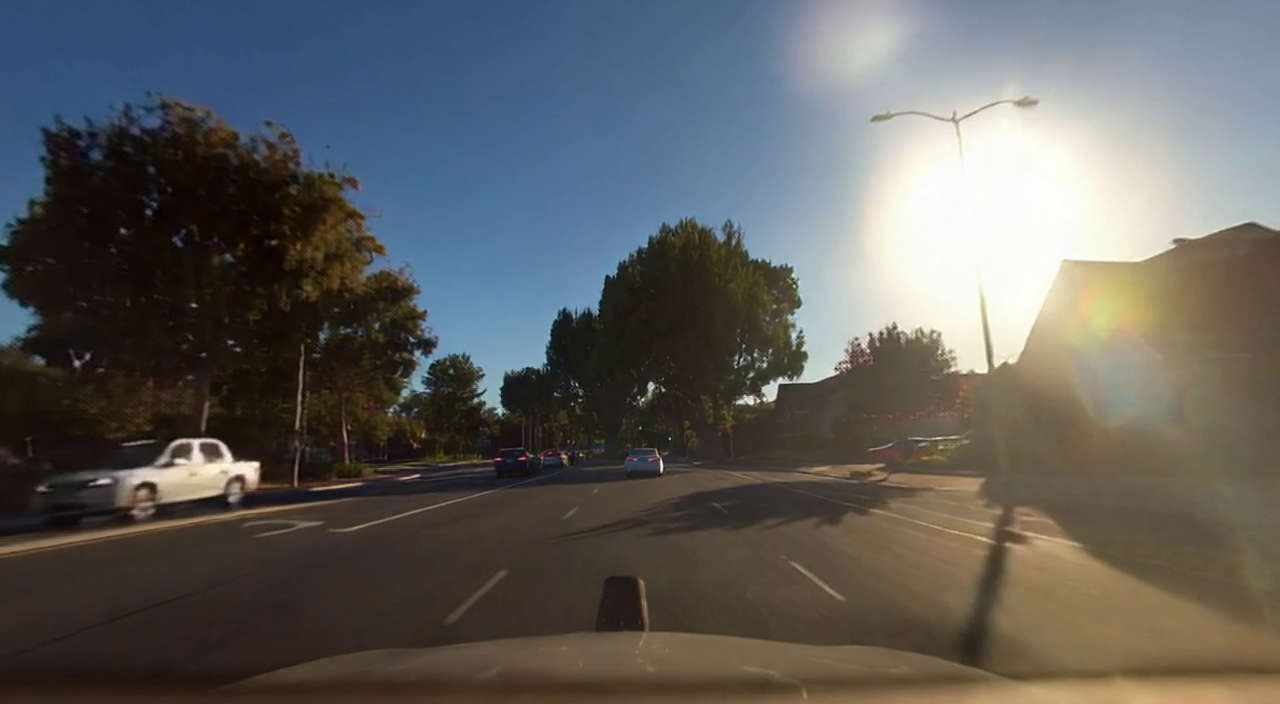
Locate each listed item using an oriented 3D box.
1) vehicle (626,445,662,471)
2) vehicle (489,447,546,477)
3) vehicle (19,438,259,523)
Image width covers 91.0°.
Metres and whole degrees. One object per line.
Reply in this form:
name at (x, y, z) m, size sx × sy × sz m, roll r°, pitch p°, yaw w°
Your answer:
vehicle at (0.257, 6.664, 39.745) m, size 2.106 × 1.517 × 4.375 m, roll 0°, pitch -9°, yaw 0°
vehicle at (-6.422, 5.824, 33.487) m, size 2.014 × 1.472 × 4.357 m, roll 0°, pitch -9°, yaw 2°
vehicle at (-13.602, 3.482, 17.765) m, size 2.301 × 1.967 × 5.468 m, roll 0°, pitch -9°, yaw -1°
